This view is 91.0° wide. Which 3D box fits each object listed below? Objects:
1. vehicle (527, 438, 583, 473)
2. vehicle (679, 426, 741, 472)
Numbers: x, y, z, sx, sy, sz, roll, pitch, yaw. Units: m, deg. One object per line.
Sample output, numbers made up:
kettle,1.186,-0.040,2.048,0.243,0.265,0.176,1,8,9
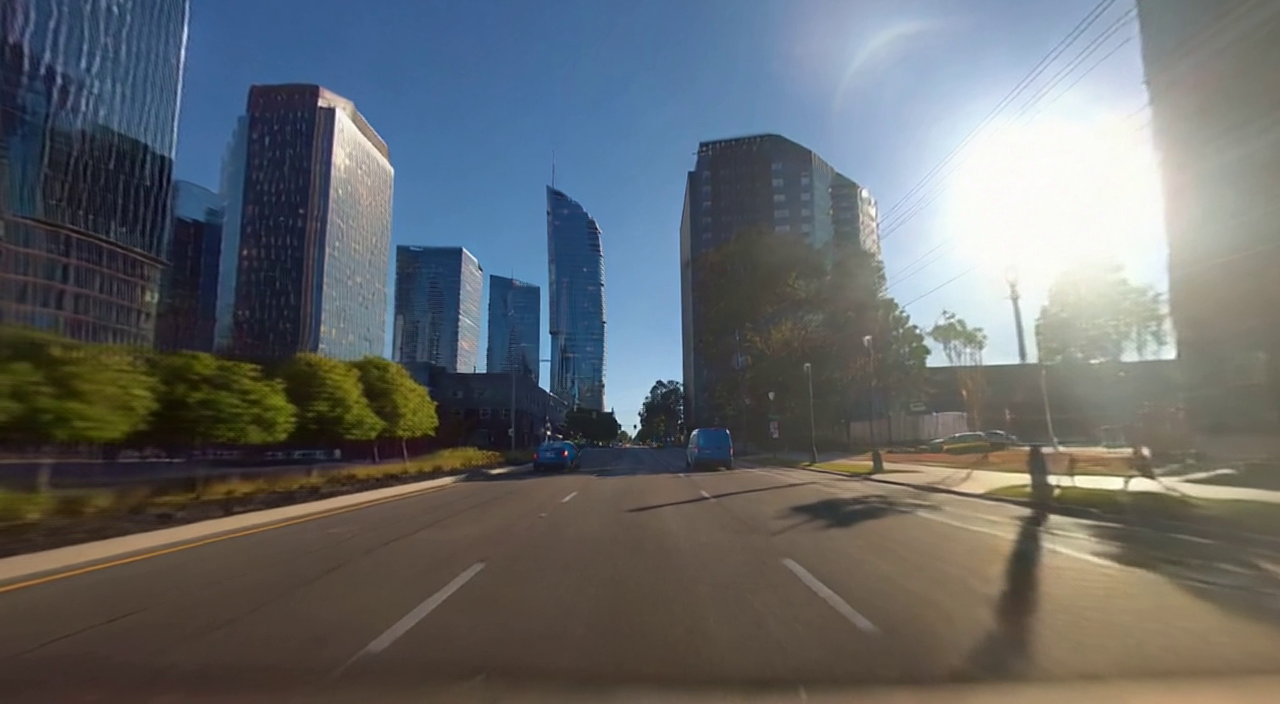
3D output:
vehicle,-3.737,4.632,28.442,1.864,1.464,4.195,0,-8,1
vehicle,3.167,4.530,29.522,2.200,1.914,5.145,0,-8,-1
